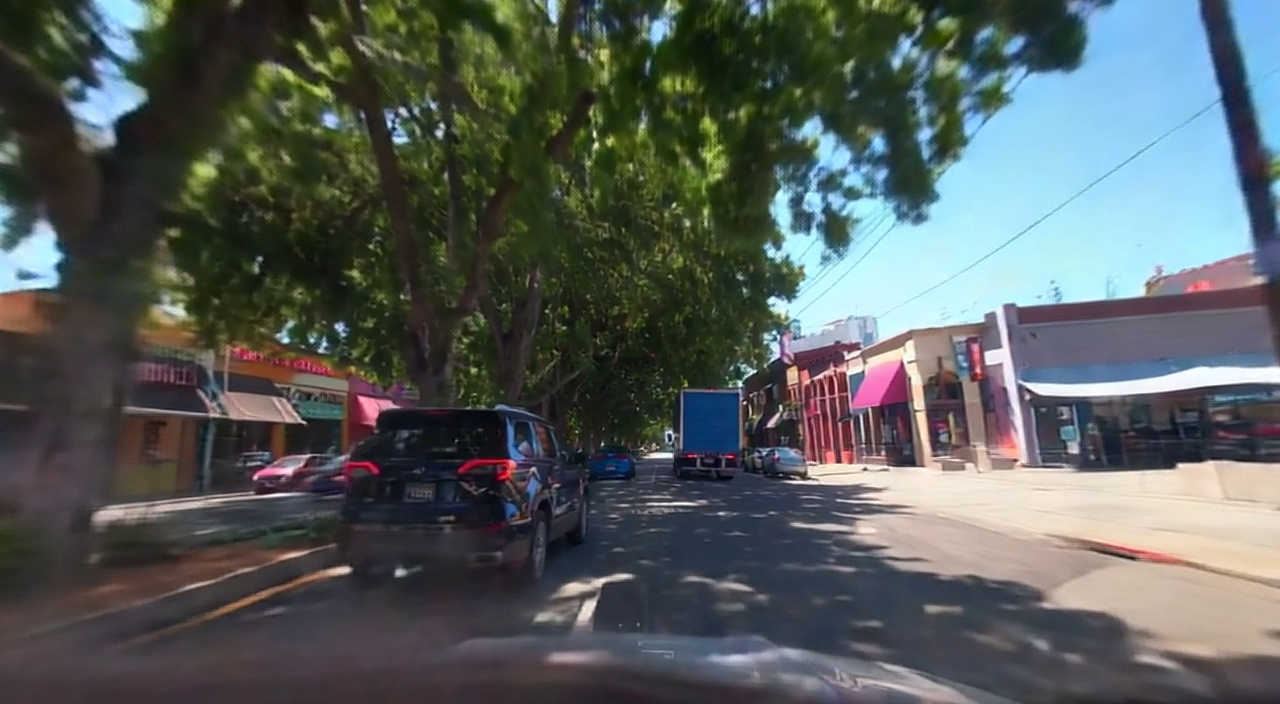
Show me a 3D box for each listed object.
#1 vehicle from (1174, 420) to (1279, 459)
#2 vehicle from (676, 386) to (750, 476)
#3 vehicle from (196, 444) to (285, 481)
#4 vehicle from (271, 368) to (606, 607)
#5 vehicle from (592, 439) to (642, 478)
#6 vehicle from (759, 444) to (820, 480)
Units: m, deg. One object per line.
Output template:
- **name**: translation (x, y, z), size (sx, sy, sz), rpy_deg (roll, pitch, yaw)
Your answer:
- **vehicle**: translation (25.148, 3.685, 26.276), size (1.868, 1.461, 4.714), rpy_deg (0, -9, 3)
- **vehicle**: translation (3.780, 4.659, 36.109), size (3.007, 4.206, 12.913), rpy_deg (0, -8, 2)
- **vehicle**: translation (-27.859, 7.686, 44.370), size (2.153, 2.378, 5.796), rpy_deg (0, -8, 3)
- **vehicle**: translation (-1.884, 1.521, 7.950), size (2.293, 2.036, 4.853), rpy_deg (-1, -9, 4)
- **vehicle**: translation (-1.038, 5.088, 30.512), size (2.040, 1.711, 4.475), rpy_deg (-1, -9, 3)
- **vehicle**: translation (6.717, 4.980, 28.884), size (1.929, 1.522, 4.158), rpy_deg (0, -9, 2)
